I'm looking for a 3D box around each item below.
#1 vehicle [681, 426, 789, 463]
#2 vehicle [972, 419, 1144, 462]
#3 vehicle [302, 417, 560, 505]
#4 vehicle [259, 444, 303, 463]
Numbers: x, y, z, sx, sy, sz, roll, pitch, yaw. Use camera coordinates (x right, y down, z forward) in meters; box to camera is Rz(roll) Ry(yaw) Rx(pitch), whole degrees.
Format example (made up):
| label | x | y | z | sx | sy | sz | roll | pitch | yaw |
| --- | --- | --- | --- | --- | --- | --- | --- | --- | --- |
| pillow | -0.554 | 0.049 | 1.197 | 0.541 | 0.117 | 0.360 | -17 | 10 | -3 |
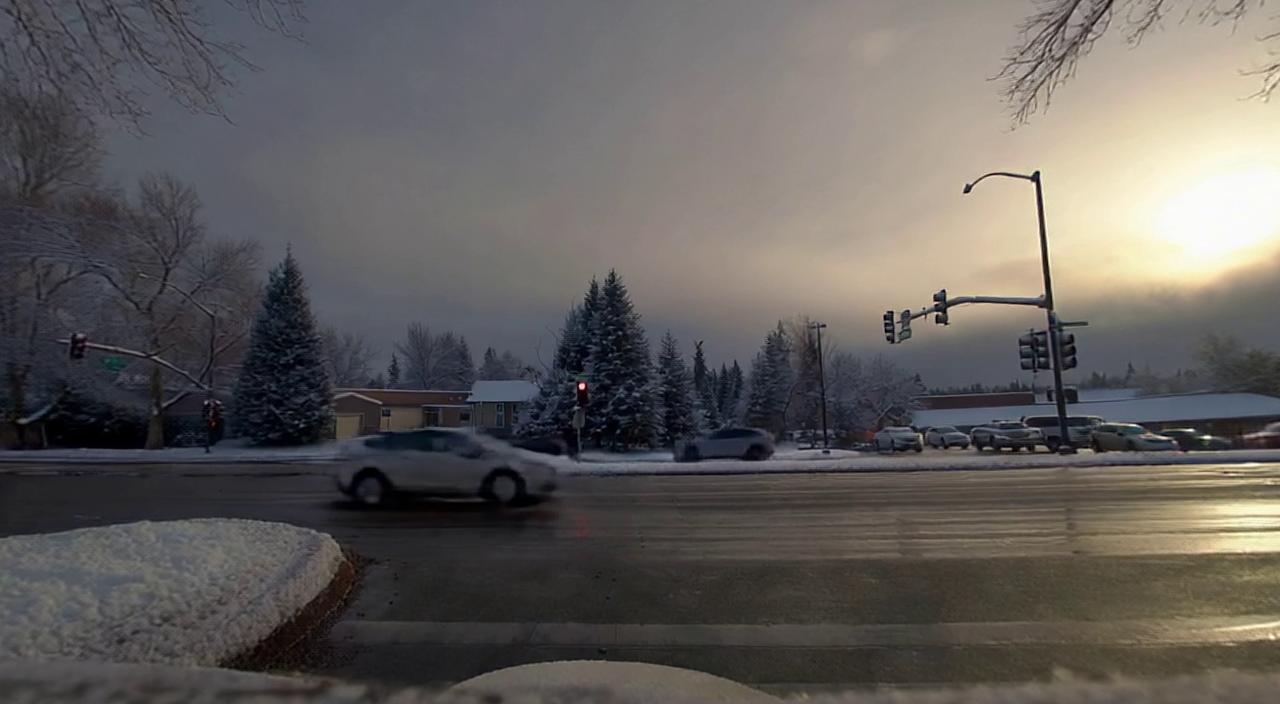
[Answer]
| label | x | y | z | sx | sy | sz | roll | pitch | yaw |
| --- | --- | --- | --- | --- | --- | --- | --- | --- | --- |
| vehicle | 4.329 | 4.205 | 28.747 | 4.677 | 1.593 | 2.029 | -2 | -9 | 11 |
| vehicle | 15.015 | 3.219 | 22.955 | 4.749 | 1.461 | 1.892 | -1 | -9 | 9 |
| vehicle | -4.514 | 2.389 | 14.063 | 4.959 | 1.715 | 2.162 | -2 | -9 | 11 |
| vehicle | -28.114 | 7.918 | 49.569 | 2.235 | 1.417 | 4.272 | 3 | -9 | -20 |
